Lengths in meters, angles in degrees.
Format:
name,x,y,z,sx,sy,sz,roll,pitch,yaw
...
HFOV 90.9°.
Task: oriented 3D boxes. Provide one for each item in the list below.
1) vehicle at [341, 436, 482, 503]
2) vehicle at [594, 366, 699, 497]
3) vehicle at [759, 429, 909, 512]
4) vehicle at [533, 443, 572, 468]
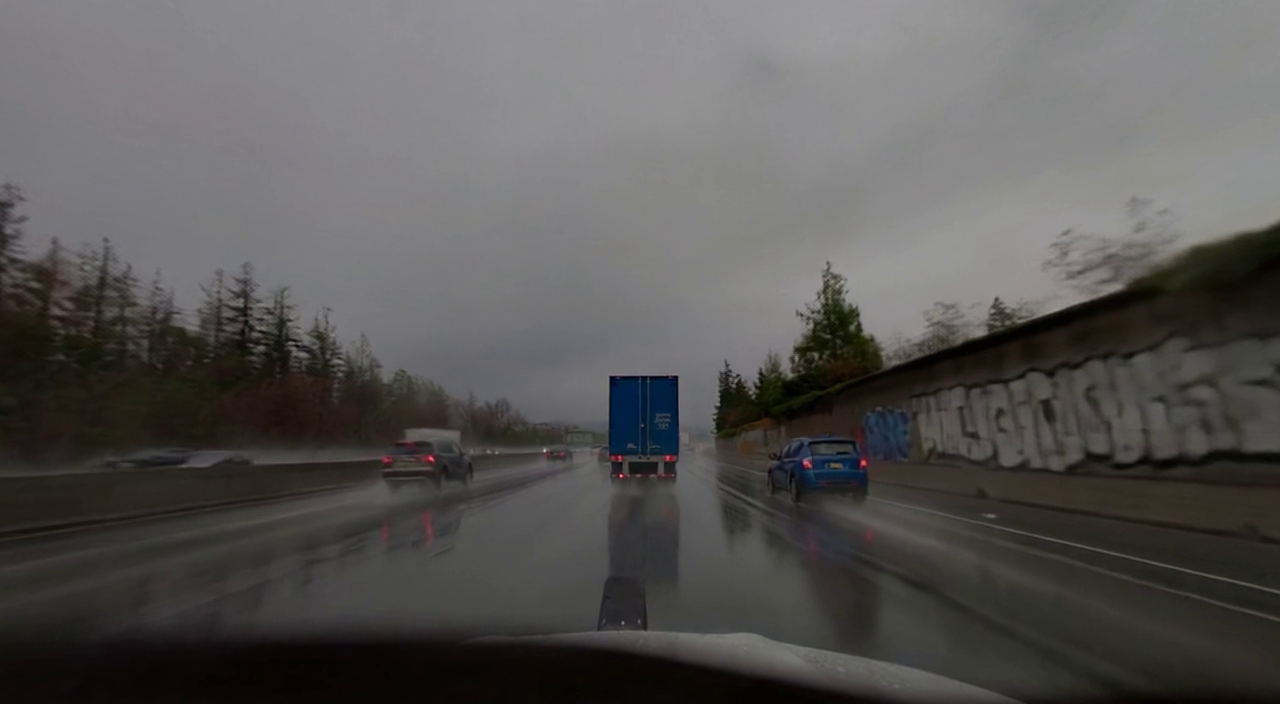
name,x,y,z,sx,sy,sz,roll,pitch,yaw
vehicle,-6.337,3.321,18.265,2.134,1.662,4.851,-1,-9,2
vehicle,0.120,2.960,22.557,2.915,3.661,9.741,0,-9,-1
vehicle,4.447,2.799,15.311,2.205,1.689,4.403,0,-9,0
vehicle,-6.027,7.164,43.756,2.005,1.607,4.042,-1,-9,2
